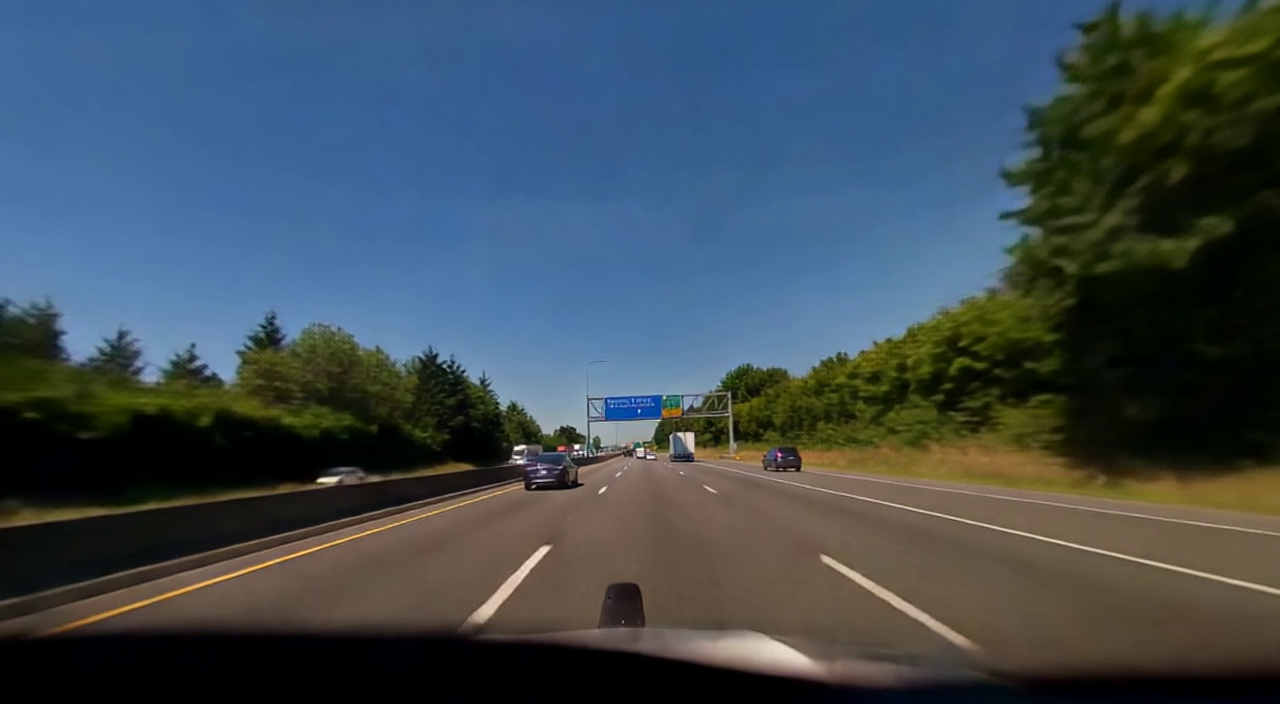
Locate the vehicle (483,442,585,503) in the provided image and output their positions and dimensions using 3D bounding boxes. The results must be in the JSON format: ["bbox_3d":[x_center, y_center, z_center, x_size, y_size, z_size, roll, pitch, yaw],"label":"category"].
[{"bbox_3d":[-2.935,3.465,18.512,2.191,1.563,4.318,0,-9,1],"label":"vehicle"}]

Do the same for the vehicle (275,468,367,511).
[{"bbox_3d":[-11.862,5.106,23.674,1.628,1.353,3.499,0,-9,0],"label":"vehicle"}]

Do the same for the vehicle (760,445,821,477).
[{"bbox_3d":[7.628,5.567,32.426,1.943,1.493,4.507,0,-9,-1],"label":"vehicle"}]
